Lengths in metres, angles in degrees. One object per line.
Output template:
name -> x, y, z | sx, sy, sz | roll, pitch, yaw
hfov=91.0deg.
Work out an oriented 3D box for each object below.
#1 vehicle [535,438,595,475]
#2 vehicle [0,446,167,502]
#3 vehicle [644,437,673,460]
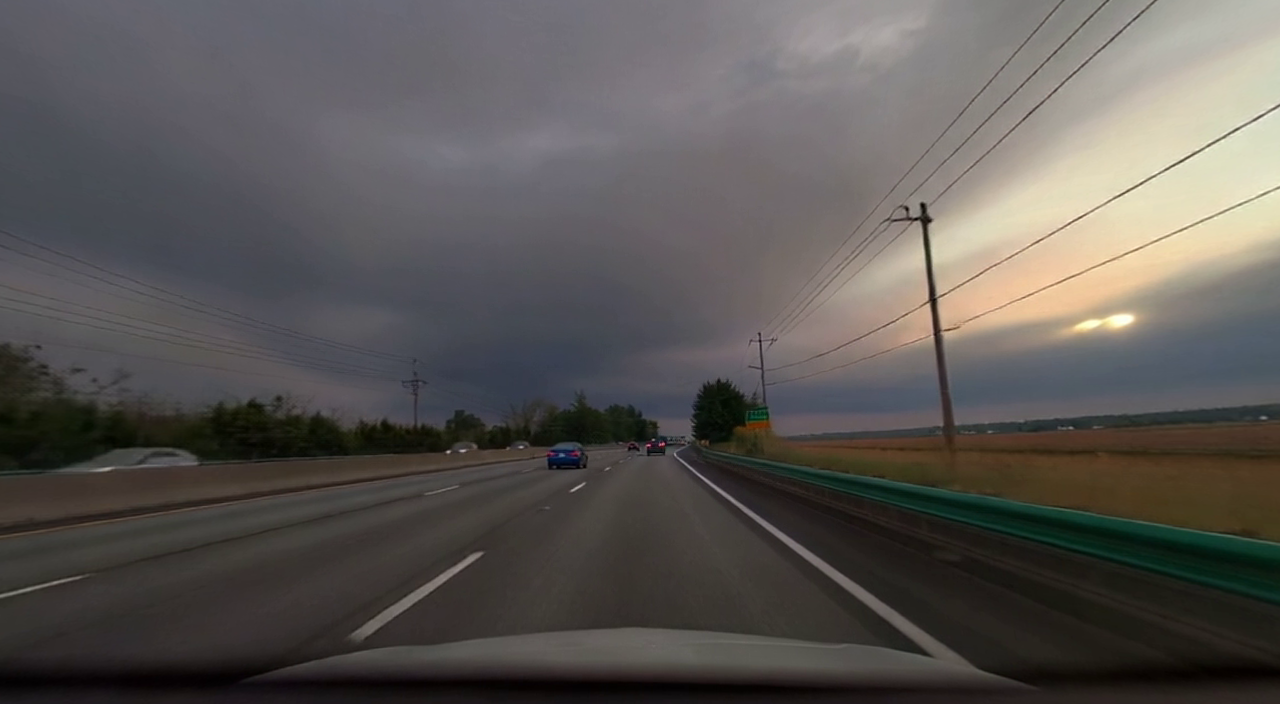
vehicle -> -3.215, 4.593, 27.919 | 2.021, 1.515, 4.453 | 0, -8, 2
vehicle -> -16.115, 3.437, 18.237 | 1.804, 1.419, 3.775 | 0, -8, 1
vehicle -> 1.448, 7.590, 49.813 | 2.176, 1.725, 4.182 | 0, -8, 2
